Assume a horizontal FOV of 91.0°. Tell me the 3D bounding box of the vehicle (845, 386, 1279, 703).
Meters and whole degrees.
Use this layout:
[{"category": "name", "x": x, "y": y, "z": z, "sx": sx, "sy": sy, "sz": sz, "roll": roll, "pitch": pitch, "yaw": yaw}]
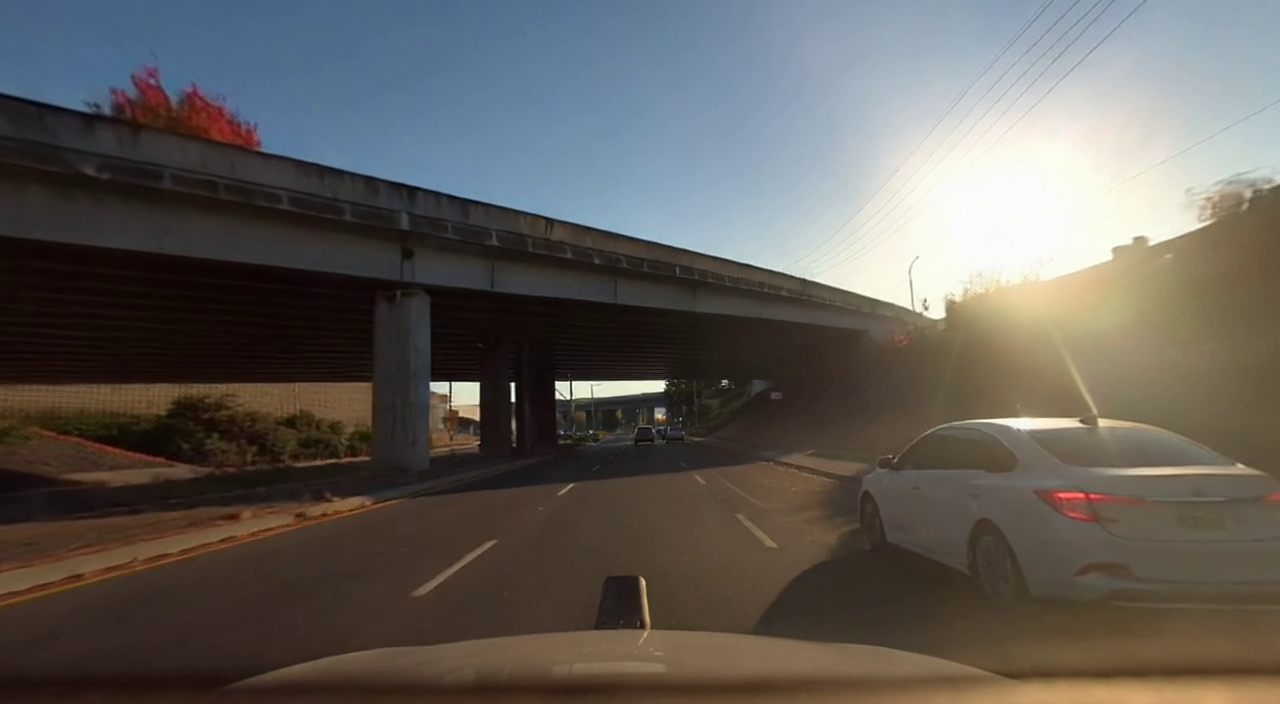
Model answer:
[{"category": "vehicle", "x": 3.510, "y": 1.260, "z": 5.309, "sx": 2.063, "sy": 1.542, "sz": 4.420, "roll": 0, "pitch": -8, "yaw": 0}]
